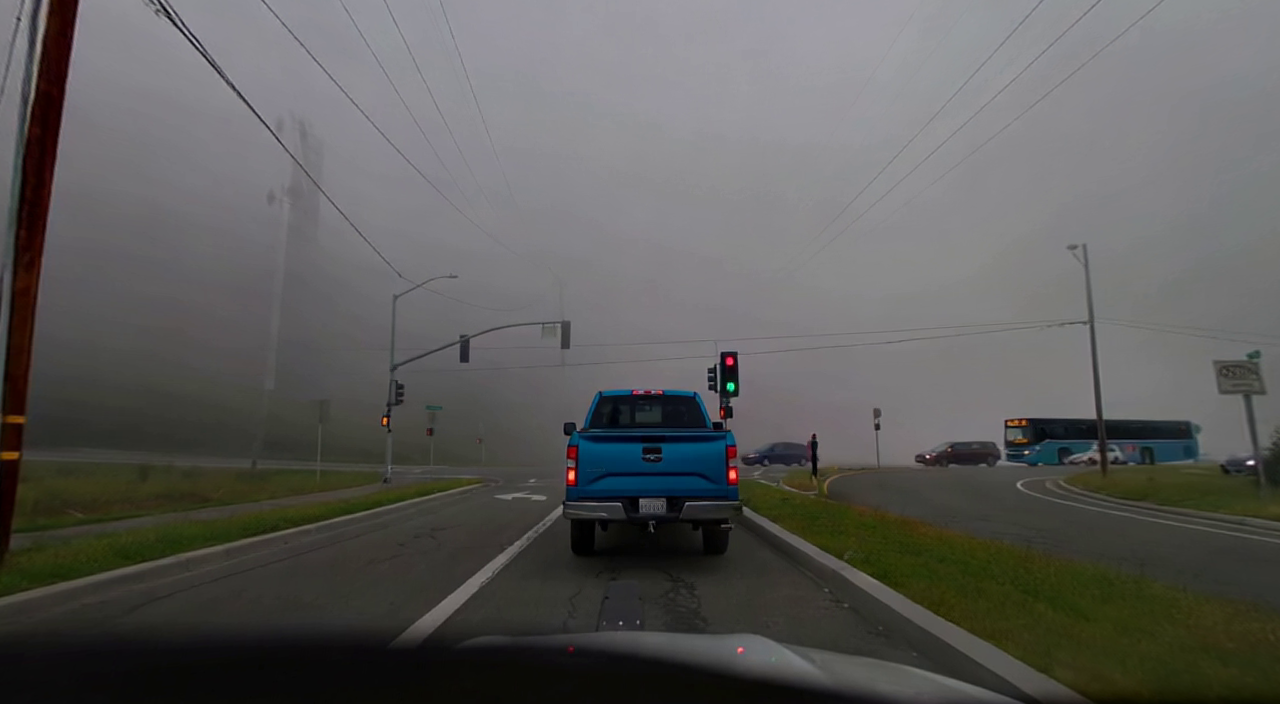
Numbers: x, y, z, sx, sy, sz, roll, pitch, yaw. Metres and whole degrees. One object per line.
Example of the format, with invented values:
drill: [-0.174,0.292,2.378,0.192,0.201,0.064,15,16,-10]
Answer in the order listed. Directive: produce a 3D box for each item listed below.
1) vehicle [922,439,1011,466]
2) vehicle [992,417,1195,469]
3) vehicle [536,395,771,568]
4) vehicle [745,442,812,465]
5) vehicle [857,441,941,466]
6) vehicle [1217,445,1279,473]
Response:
vehicle: [23.412,7.208,45.431,5.235,1.878,2.107,0,-8,-2]
vehicle: [29.368,5.965,41.252,10.726,3.128,3.003,-1,-8,1]
vehicle: [0.111,1.899,10.139,2.707,1.964,5.485,0,-8,-1]
vehicle: [10.219,7.478,46.608,4.560,1.592,1.956,-4,-9,19]
vehicle: [16.818,6.610,41.211,4.578,1.490,1.935,-1,-8,3]
vehicle: [41.371,6.972,41.269,5.426,1.728,1.999,0,-8,-2]
